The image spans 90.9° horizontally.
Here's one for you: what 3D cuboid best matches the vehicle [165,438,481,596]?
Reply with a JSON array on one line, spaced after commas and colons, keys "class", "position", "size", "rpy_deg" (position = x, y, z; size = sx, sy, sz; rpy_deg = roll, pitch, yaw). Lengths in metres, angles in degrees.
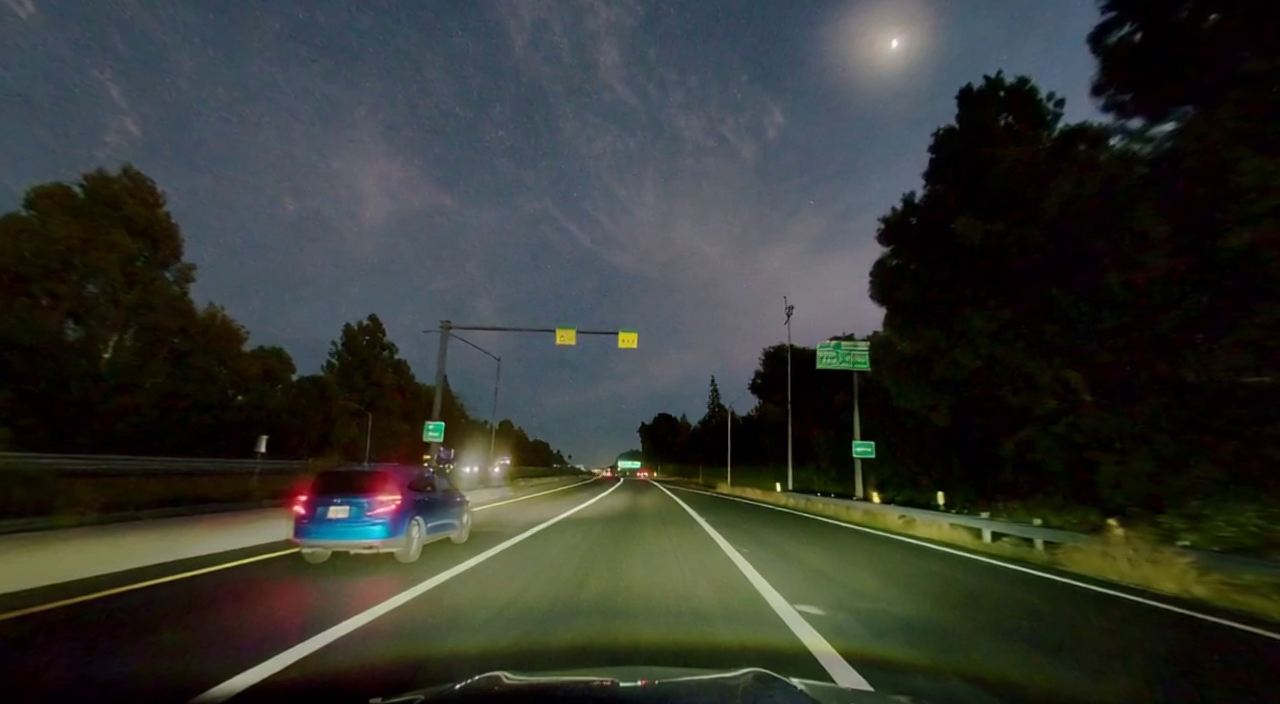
[{"class": "vehicle", "position": [-3.775, 2.070, 8.625], "size": [1.967, 1.556, 4.364], "rpy_deg": [0, -10, 1]}]
